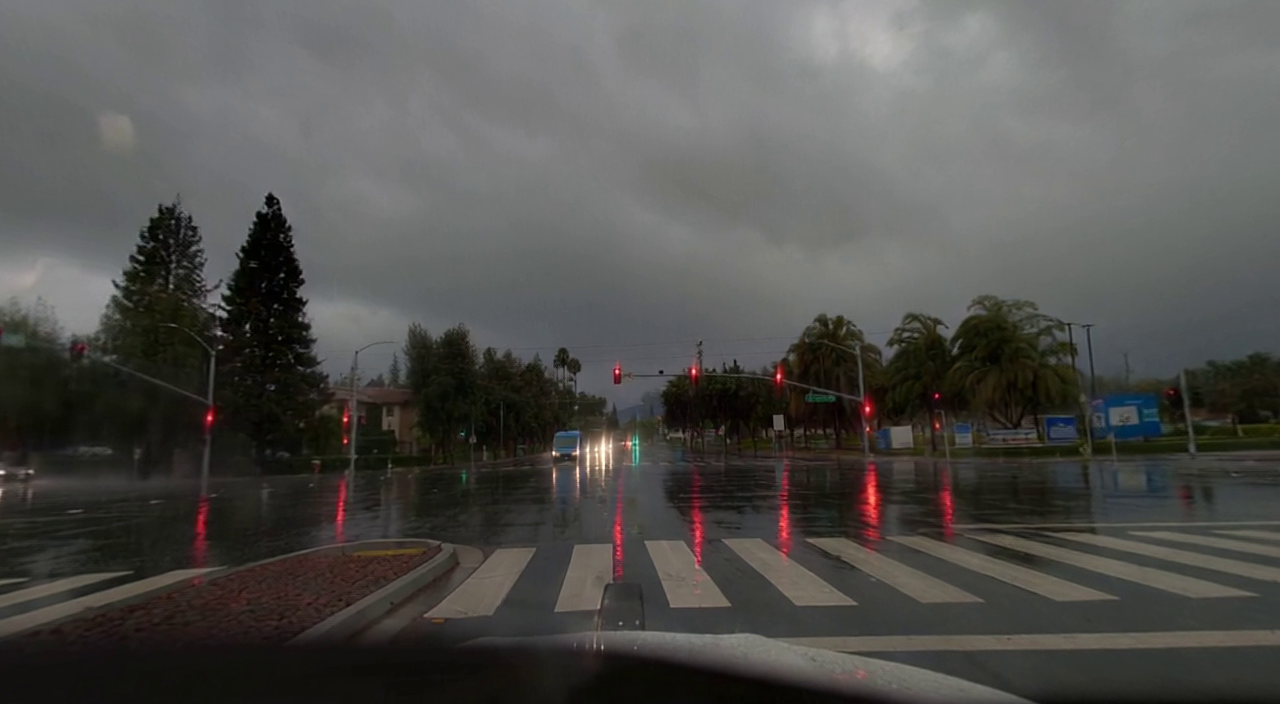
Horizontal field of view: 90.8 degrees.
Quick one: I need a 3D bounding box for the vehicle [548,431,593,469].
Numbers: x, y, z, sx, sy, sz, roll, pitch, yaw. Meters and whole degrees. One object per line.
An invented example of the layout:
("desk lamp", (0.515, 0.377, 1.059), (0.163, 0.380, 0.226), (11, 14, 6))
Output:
("vehicle", (-4.601, 6.613, 42.856), (2.465, 2.404, 5.791), (0, -8, -1))
